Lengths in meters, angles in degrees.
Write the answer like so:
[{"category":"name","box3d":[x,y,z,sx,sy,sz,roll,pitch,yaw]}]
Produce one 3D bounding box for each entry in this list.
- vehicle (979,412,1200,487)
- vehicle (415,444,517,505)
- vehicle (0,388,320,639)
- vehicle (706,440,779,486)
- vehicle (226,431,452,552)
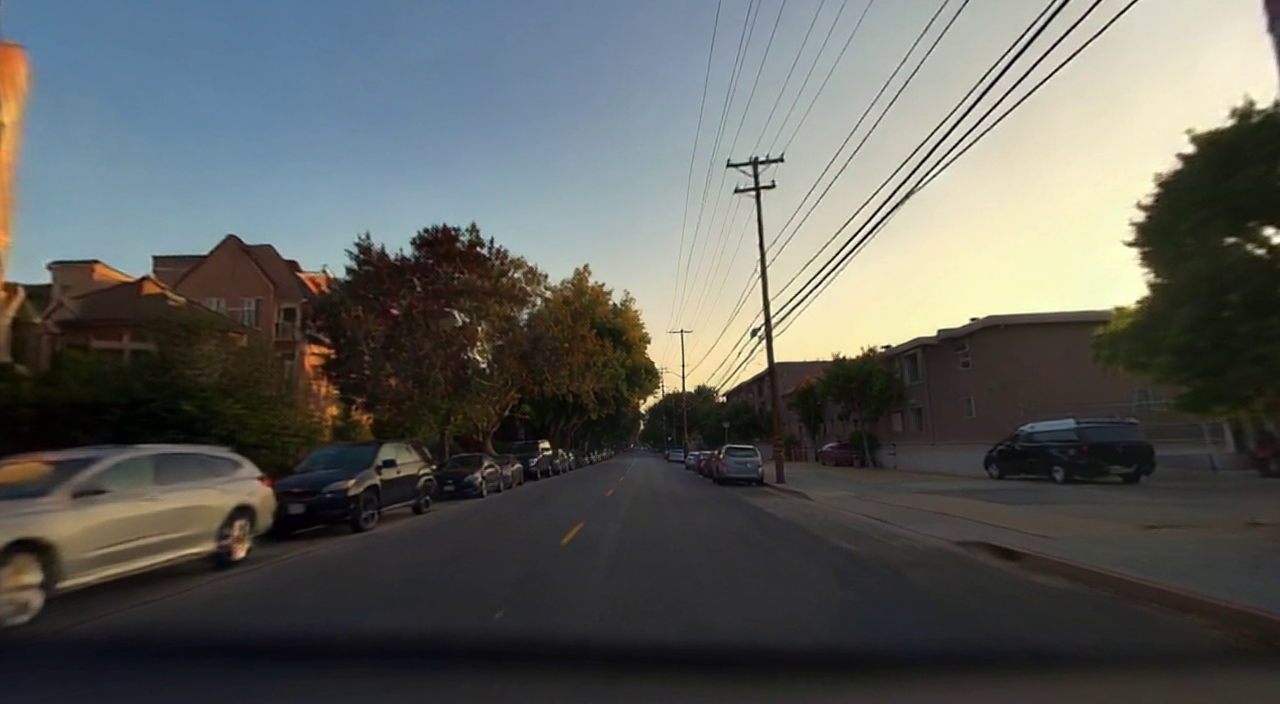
[{"category":"vehicle","box3d":[14.042,3.151,20.488,2.229,2.040,6.832,0,-8,1]},{"category":"vehicle","box3d":[-6.045,4.283,22.529,2.247,1.698,4.944,-3,-7,0]},{"category":"vehicle","box3d":[-6.213,1.746,7.215,2.120,1.989,5.616,-3,-10,0]},{"category":"vehicle","box3d":[4.106,4.540,25.972,2.328,1.730,4.225,0,-8,0]},{"category":"vehicle","box3d":[-6.125,2.814,13.865,2.063,1.936,5.919,-4,-8,0]}]
